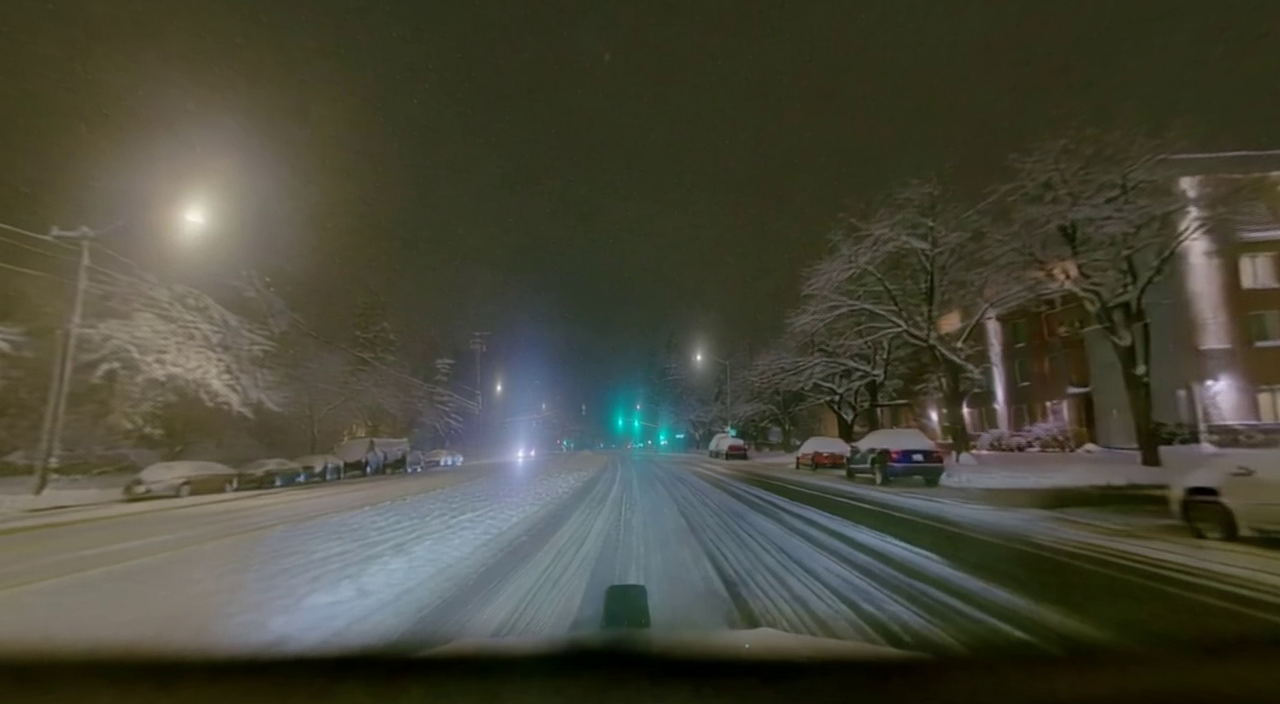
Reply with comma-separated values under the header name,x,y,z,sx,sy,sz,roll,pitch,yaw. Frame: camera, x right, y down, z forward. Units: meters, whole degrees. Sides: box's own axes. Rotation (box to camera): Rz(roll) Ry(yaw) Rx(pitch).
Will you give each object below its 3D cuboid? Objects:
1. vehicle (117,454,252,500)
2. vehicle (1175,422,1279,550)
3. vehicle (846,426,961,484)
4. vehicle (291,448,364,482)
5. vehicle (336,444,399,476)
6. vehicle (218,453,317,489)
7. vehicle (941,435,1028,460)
name,x,y,z,sx,sy,sz,roll,pitch,yaw
vehicle,-17.061,4.684,23.950,1.891,1.474,4.437,-1,-8,-2
vehicle,9.783,1.664,7.480,2.159,1.734,5.384,0,-9,0
vehicle,9.955,3.955,24.370,2.091,1.962,5.091,1,-9,-2
vehicle,-17.188,6.174,34.930,1.859,1.694,4.638,-1,-8,-2
vehicle,-17.535,6.931,40.818,2.099,1.917,4.720,0,-8,-3
vehicle,-17.029,5.432,29.130,1.807,1.466,4.693,-1,-8,-2
vehicle,24.838,6.875,45.539,5.054,1.694,1.958,0,-8,0
